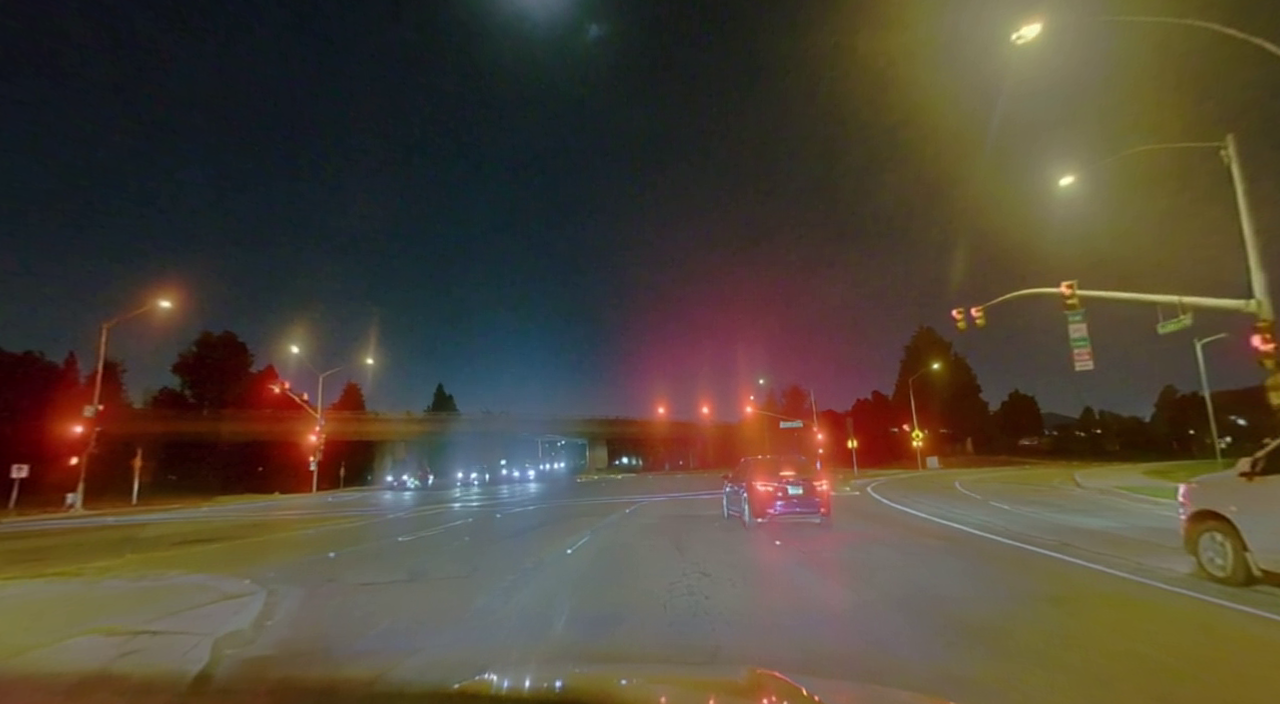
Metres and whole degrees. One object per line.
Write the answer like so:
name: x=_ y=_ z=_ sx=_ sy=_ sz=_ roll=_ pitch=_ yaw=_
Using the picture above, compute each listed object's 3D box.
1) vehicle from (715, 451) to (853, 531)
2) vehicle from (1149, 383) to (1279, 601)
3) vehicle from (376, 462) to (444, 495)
vehicle: x=2.921 y=2.909 z=13.930 sx=1.909 sy=1.425 sz=4.521 roll=0 pitch=-9 yaw=-1
vehicle: x=6.431 y=1.004 z=4.167 sx=2.007 sy=1.828 sz=4.896 roll=0 pitch=-9 yaw=0
vehicle: x=-13.052 y=7.168 z=36.224 sx=2.126 sy=1.506 sz=5.411 roll=-3 pitch=-9 yaw=-3
